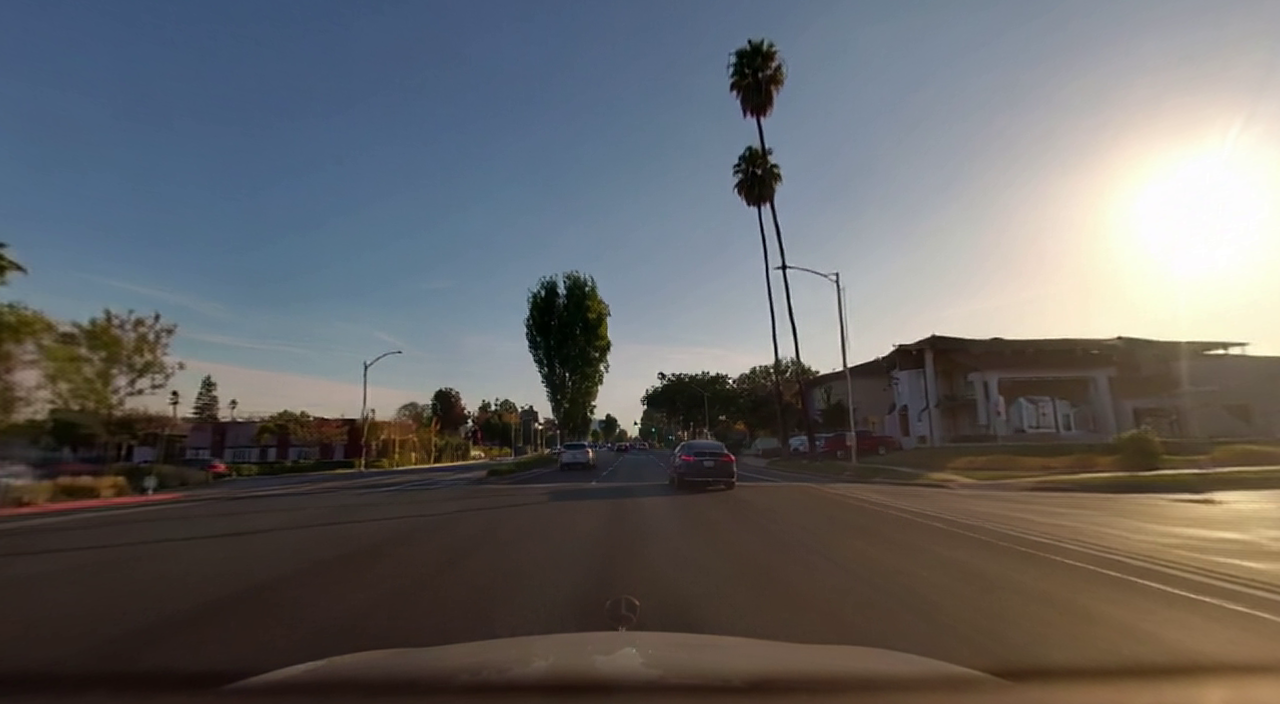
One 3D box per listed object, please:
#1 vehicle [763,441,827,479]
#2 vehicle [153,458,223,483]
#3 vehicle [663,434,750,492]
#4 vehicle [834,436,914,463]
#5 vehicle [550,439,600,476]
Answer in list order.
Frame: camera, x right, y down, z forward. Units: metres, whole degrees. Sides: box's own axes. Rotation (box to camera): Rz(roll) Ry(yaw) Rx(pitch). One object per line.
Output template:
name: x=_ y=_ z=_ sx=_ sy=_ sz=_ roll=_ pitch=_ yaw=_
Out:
vehicle: x=7.615 y=5.325 z=31.351 sx=2.012 sy=1.737 sz=4.129 roll=0 pitch=-8 yaw=-2
vehicle: x=-30.103 y=7.862 z=42.048 sx=1.823 sy=1.477 sz=3.984 roll=0 pitch=-8 yaw=-2
vehicle: x=2.033 y=3.554 z=20.486 sx=2.084 sy=1.682 sz=4.148 roll=1 pitch=-8 yaw=-4
vehicle: x=15.328 y=6.425 z=41.426 sx=4.489 sy=1.557 sz=1.792 roll=-2 pitch=-9 yaw=2
vehicle: x=-3.267 y=5.426 z=32.628 sx=2.084 sy=1.735 sz=4.528 roll=0 pitch=-8 yaw=1
